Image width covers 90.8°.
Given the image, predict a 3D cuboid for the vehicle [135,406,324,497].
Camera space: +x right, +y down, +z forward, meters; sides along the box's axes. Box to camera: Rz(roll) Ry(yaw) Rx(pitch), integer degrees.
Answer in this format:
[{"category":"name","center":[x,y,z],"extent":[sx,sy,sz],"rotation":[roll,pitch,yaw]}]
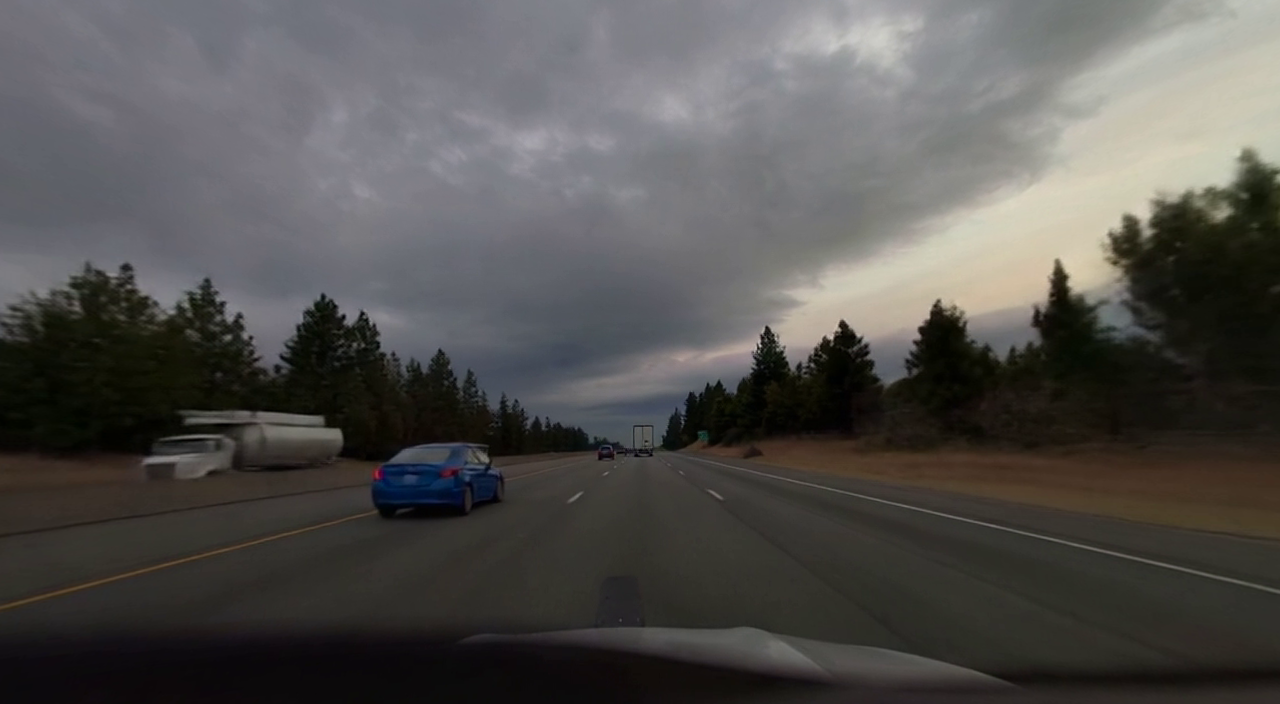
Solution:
[{"category":"vehicle","center":[-16.727,4.172,26.599],"extent":[2.848,3.224,7.360],"rotation":[-1,-9,1]}]

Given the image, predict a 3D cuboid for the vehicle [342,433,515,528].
[{"category":"vehicle","center":[-3.904,2.428,12.439],"extent":[2.018,1.548,3.849],"rotation":[-1,-9,1]}]
